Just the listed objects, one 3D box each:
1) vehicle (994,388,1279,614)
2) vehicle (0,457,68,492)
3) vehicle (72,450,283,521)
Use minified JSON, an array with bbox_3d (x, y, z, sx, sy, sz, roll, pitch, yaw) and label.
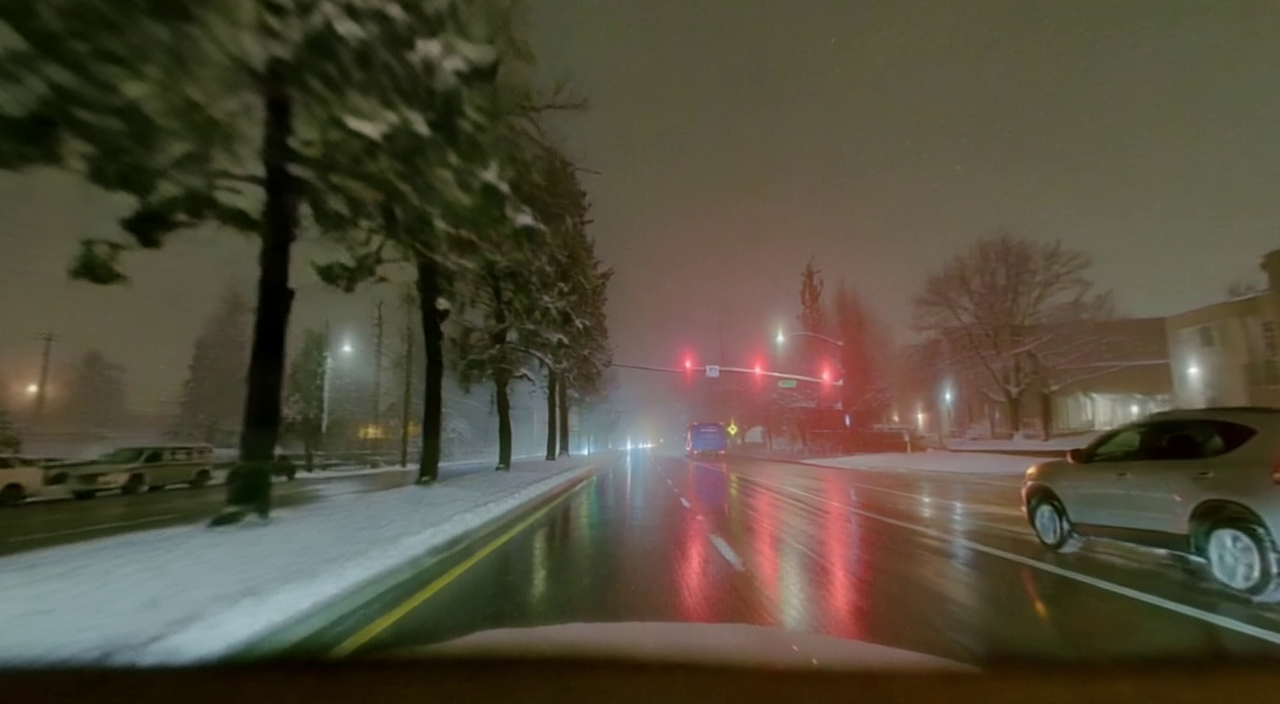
[{"bbox_3d":[6.019,1.394,6.481,2.012,1.754,4.635,0,-8,-1],"label":"vehicle"},{"bbox_3d":[-27.977,5.326,27.629,4.052,1.403,1.948,-1,-8,2],"label":"vehicle"},{"bbox_3d":[-11.409,3.268,16.136,1.888,1.480,4.644,0,-8,0],"label":"vehicle"}]
